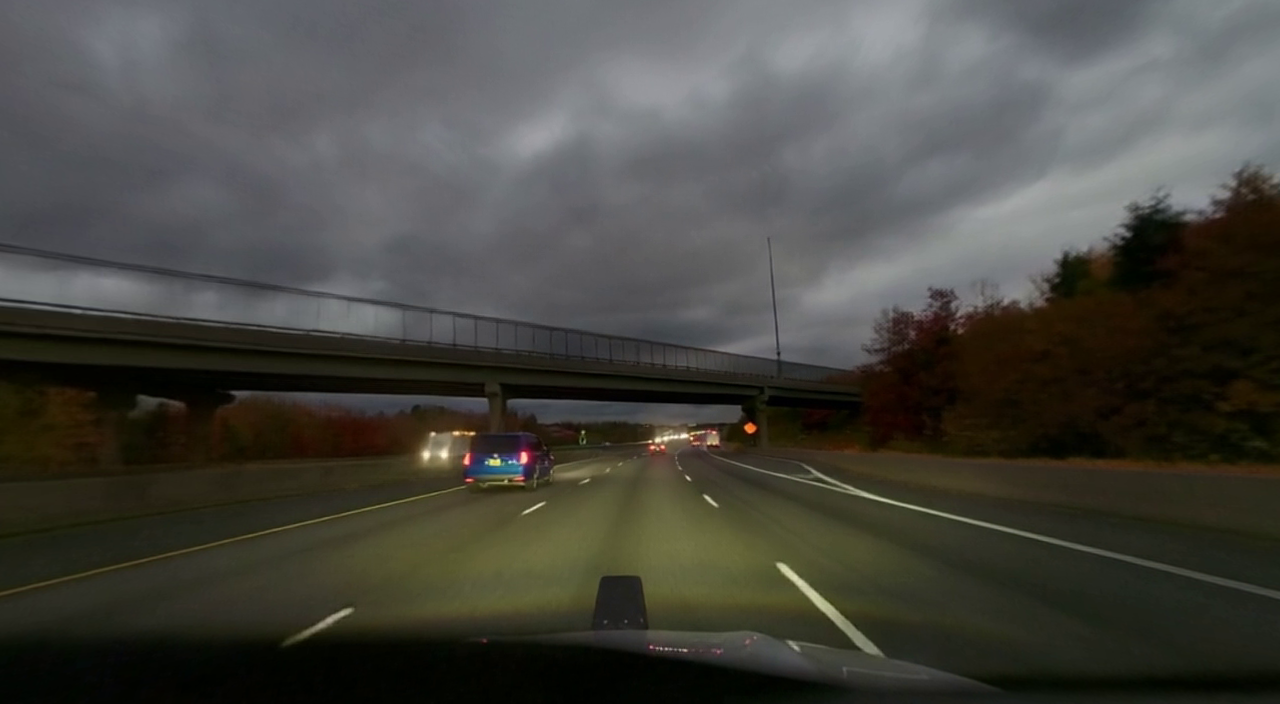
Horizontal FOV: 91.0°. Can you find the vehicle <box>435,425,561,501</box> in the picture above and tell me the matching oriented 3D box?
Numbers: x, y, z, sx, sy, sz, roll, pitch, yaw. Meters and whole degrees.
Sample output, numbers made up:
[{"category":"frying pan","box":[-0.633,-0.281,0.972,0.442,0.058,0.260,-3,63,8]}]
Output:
[{"category":"vehicle","box":[-3.532,2.867,16.650,2.177,1.707,4.432,0,-8,2]}]
